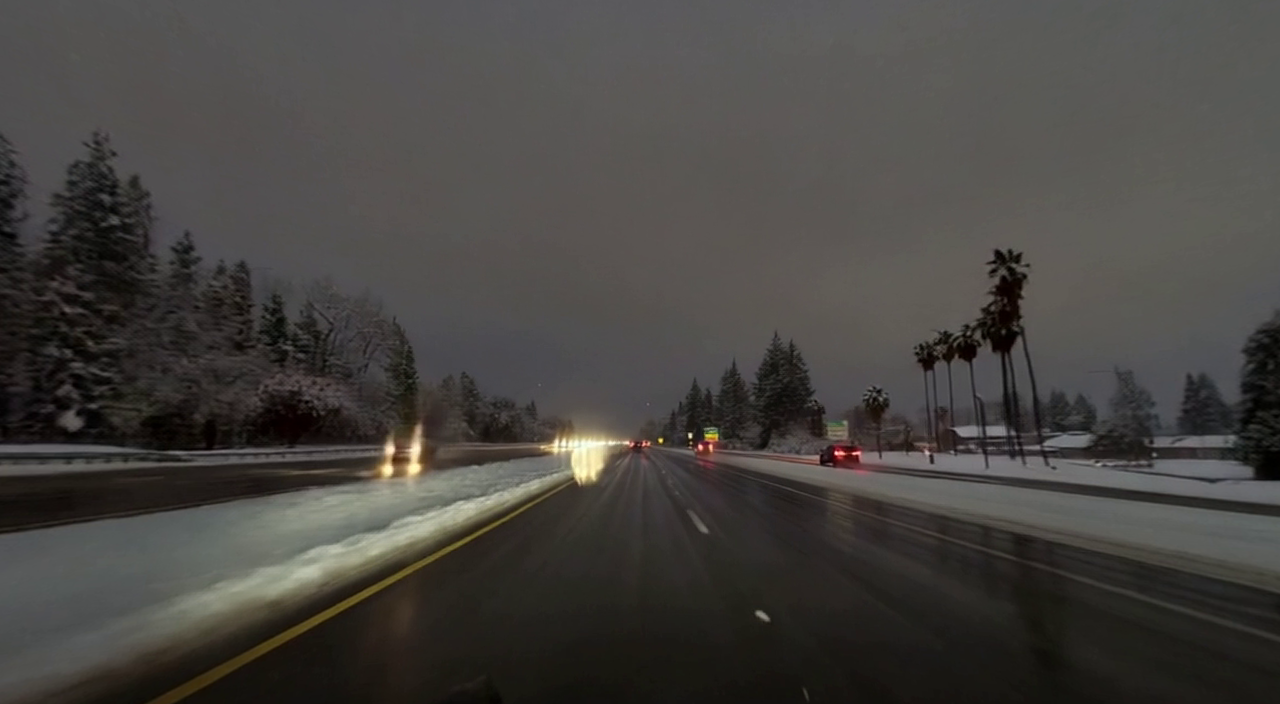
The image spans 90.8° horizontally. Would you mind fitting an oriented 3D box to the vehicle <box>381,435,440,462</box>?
[{"bbox_3d":[-13.469,5.684,37.320,1.881,1.496,4.351,0,-8,0],"label":"vehicle"}]
